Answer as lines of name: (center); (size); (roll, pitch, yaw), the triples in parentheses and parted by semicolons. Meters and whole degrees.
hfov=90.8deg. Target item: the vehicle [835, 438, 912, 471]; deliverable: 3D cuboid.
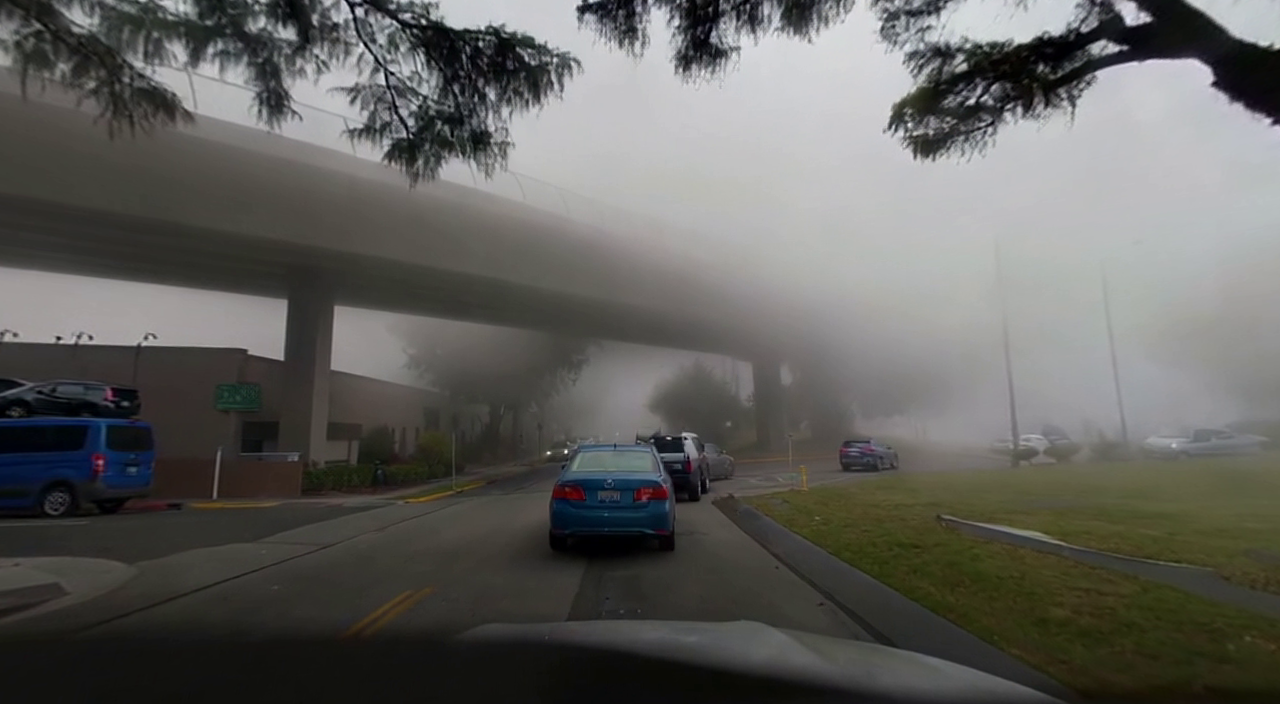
vehicle: (14.075, 6.155, 38.050); (4.425, 1.828, 2.032); (5, -10, -33)

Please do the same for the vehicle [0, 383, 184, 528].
vehicle: (-13.537, 2.190, 13.542); (5.356, 2.762, 2.644); (0, -9, 1)

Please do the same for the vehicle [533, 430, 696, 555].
vehicle: (-0.261, 2.157, 10.493); (2.087, 1.578, 4.652); (0, -9, 2)
